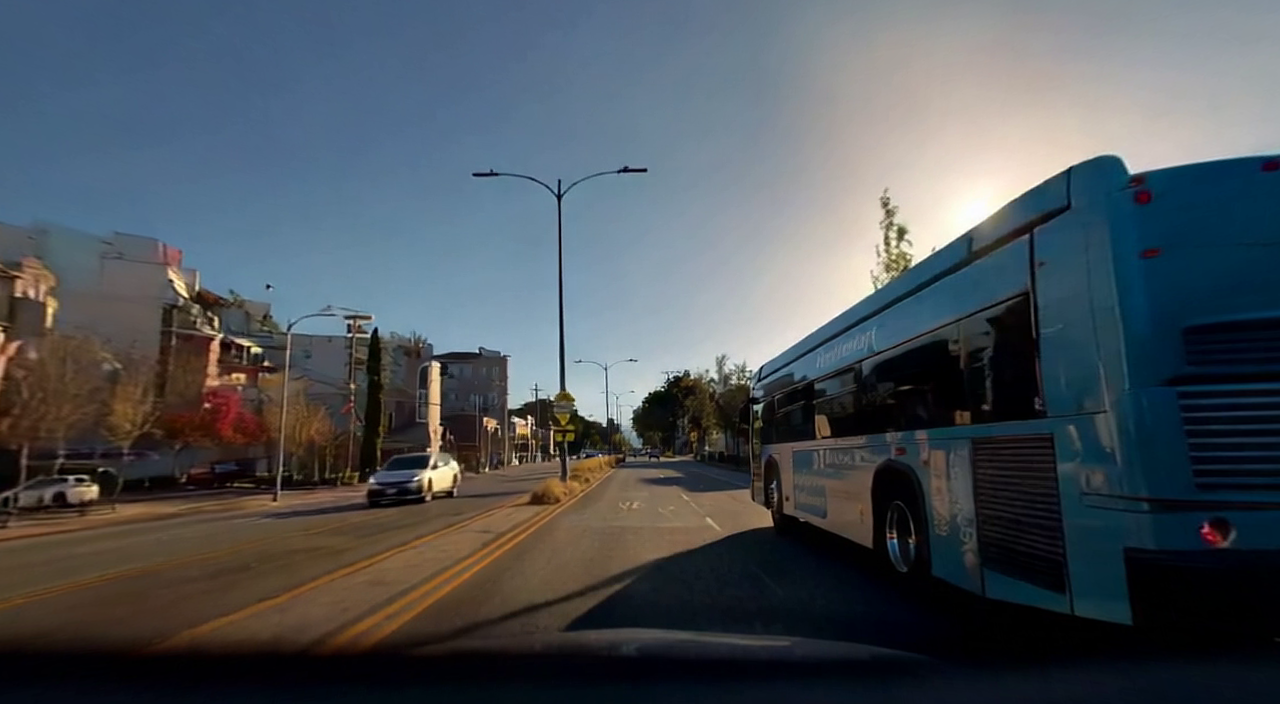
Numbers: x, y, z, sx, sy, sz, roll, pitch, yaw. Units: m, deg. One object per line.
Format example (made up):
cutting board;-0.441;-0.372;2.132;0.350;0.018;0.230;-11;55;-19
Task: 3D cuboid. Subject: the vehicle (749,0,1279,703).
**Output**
vehicle;3.913;0.679;6.598;3.194;3.345;12.428;0;-8;-1

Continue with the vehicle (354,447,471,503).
vehicle;-8.417;4.576;24.151;2.315;1.841;5.648;0;-8;1

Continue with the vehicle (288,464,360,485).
vehicle;-23.216;9.002;46.494;4.290;1.506;1.829;0;-9;1

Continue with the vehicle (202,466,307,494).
vehicle;-21.958;7.289;36.129;4.708;1.488;1.868;0;-9;-1

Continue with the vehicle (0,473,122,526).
vehicle;-19.527;4.647;20.087;4.409;1.508;1.803;0;-9;-2
